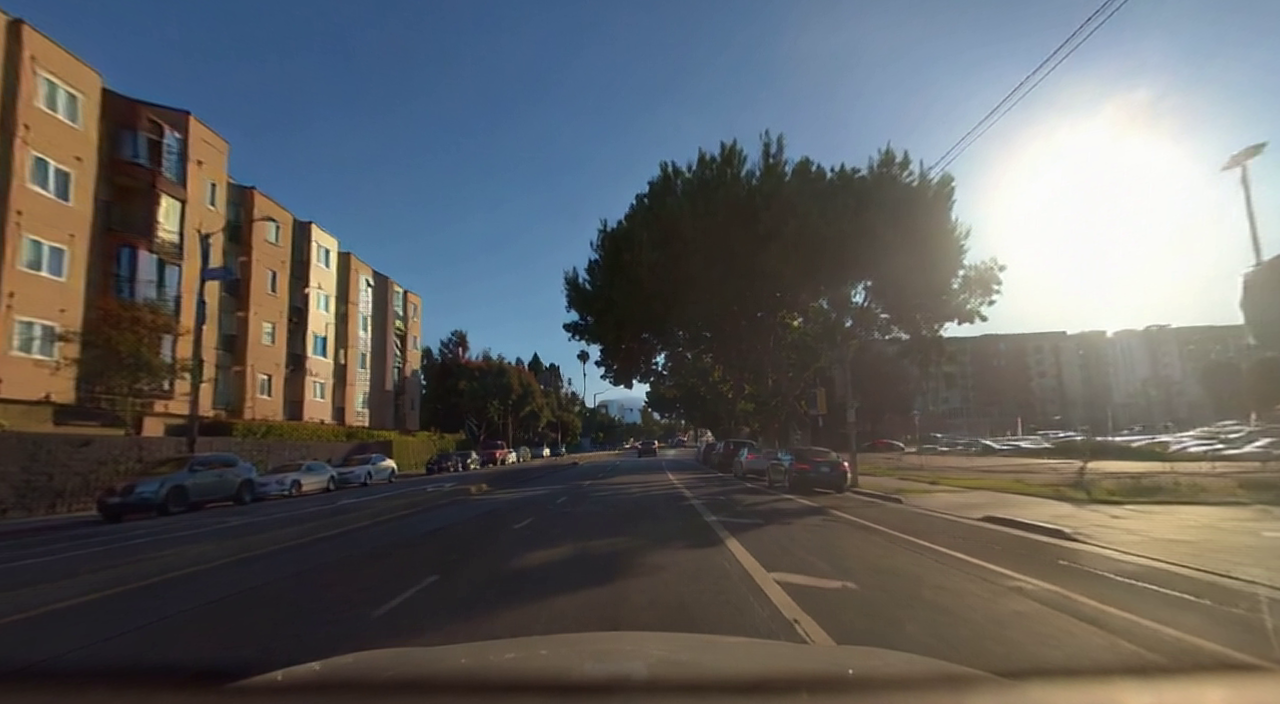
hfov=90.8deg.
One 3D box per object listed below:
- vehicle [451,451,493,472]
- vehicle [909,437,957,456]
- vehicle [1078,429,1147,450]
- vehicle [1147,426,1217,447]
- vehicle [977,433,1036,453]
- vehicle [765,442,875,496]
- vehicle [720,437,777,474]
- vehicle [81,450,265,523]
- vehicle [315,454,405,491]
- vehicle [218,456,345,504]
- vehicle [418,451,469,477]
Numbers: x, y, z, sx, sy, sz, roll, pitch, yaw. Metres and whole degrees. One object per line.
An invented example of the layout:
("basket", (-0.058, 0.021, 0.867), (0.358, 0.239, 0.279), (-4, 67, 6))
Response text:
("vehicle", (-12.312, 8.023, 46.577), (1.723, 1.418, 4.359), (0, -8, 2))
("vehicle", (22.750, 7.347, 49.209), (1.797, 1.425, 3.794), (0, -8, -2))
("vehicle", (36.612, 6.817, 49.092), (1.780, 1.479, 4.556), (0, -8, -1))
("vehicle", (41.893, 6.593, 48.938), (1.793, 1.525, 4.157), (0, -8, 2))
("vehicle", (28.414, 7.108, 49.152), (1.790, 1.460, 4.515), (0, -8, -2))
("vehicle", (5.375, 3.536, 19.513), (2.085, 1.466, 4.276), (0, -8, -1))
("vehicle", (5.603, 5.424, 33.309), (2.102, 1.781, 5.470), (0, -8, 0))
("vehicle", (-12.669, 3.619, 17.579), (1.908, 1.694, 4.306), (0, -8, -3))
("vehicle", (-12.660, 5.449, 28.944), (1.889, 1.461, 4.608), (0, -8, 2))
("vehicle", (-12.767, 4.555, 22.923), (1.779, 1.433, 4.633), (0, -8, 2))
("vehicle", (-12.329, 7.030, 39.875), (1.926, 1.499, 3.869), (0, -8, 1))
